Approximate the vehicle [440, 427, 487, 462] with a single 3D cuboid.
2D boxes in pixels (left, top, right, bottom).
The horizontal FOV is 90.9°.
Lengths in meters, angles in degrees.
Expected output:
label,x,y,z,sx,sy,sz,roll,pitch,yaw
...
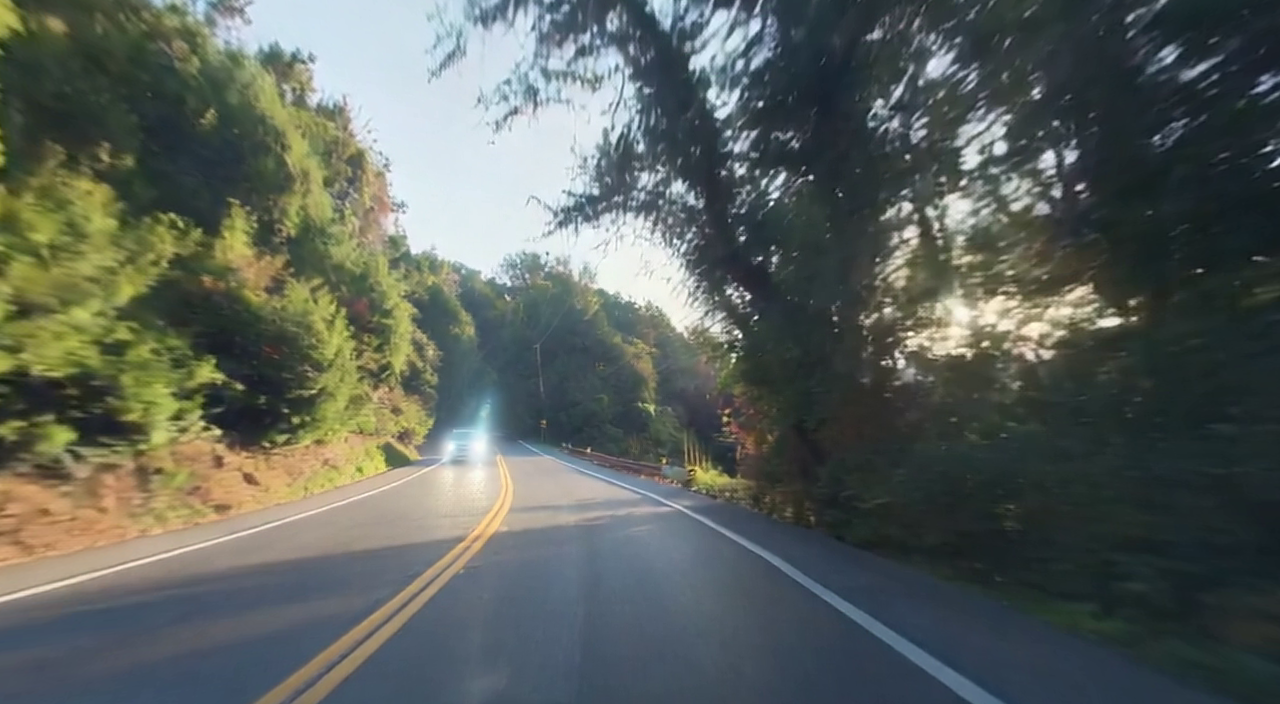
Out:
label,x,y,z,sx,sy,sz,roll,pitch,yaw
vehicle,-10.299,5.443,37.083,2.213,1.882,4.693,2,-8,-11
